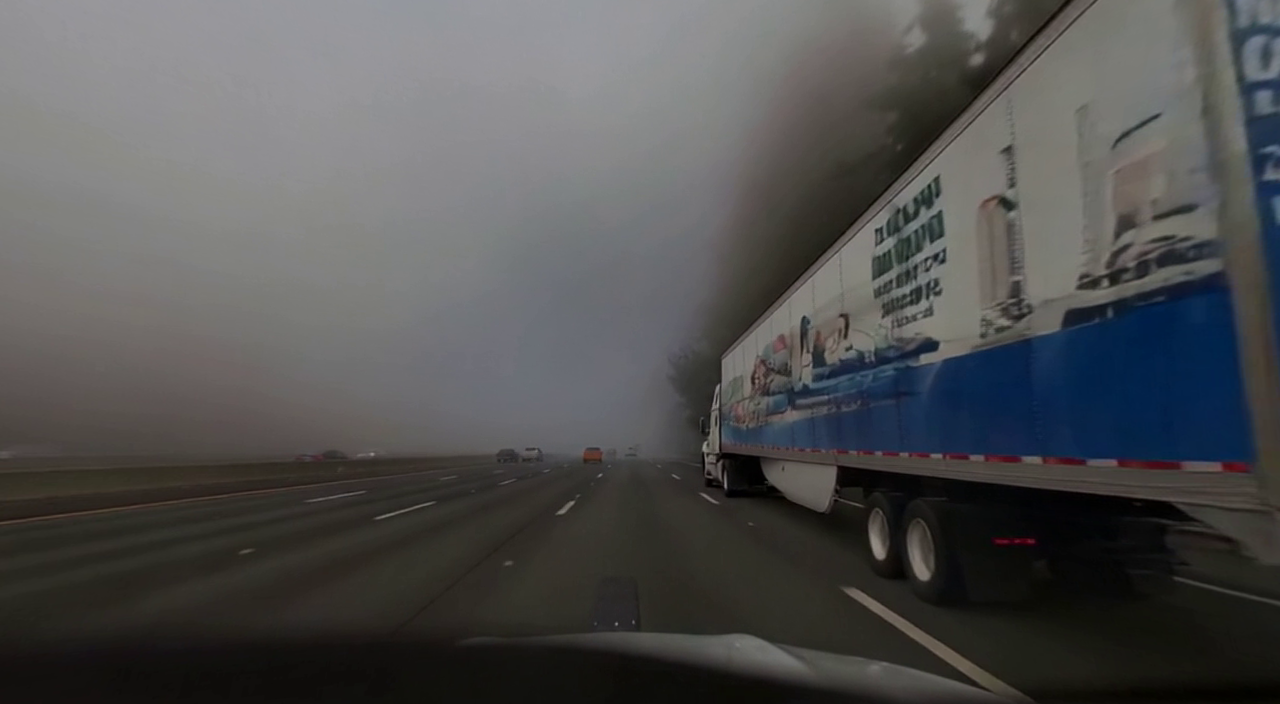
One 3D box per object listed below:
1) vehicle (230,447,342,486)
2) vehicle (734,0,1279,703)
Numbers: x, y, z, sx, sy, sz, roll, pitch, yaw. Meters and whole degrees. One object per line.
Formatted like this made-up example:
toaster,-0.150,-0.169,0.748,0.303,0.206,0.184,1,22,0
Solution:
vehicle,-14.706,4.741,26.609,1.982,1.471,4.747,0,-9,0
vehicle,4.217,0.628,9.060,3.140,4.100,15.551,0,-9,-1
